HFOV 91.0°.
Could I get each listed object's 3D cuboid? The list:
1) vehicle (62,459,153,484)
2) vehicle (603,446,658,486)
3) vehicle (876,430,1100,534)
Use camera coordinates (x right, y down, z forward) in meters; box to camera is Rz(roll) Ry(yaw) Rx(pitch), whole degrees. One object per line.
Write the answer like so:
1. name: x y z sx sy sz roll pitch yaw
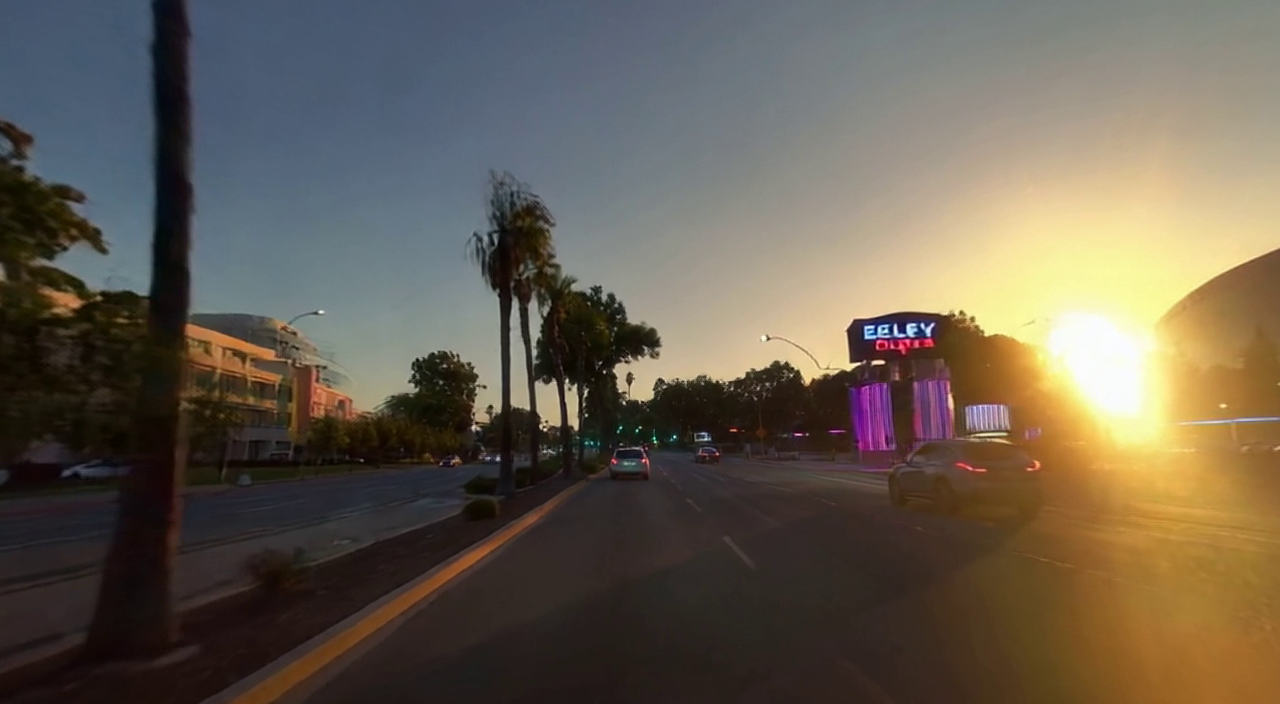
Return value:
1. vehicle: -33.550 7.526 39.733 3.986 1.432 1.885 0 -9 0
2. vehicle: -0.348 4.376 24.395 1.970 1.402 3.756 0 -8 0
3. vehicle: 6.305 2.365 12.038 1.949 1.647 3.894 0 -9 -2
